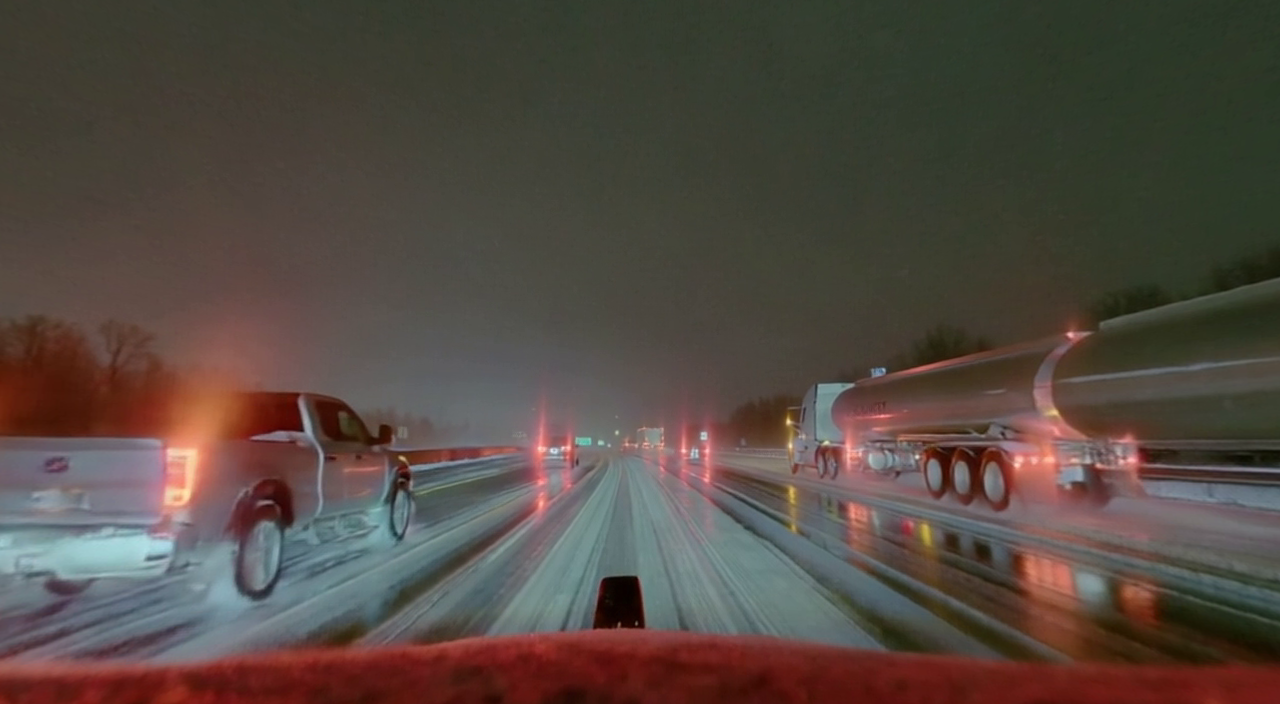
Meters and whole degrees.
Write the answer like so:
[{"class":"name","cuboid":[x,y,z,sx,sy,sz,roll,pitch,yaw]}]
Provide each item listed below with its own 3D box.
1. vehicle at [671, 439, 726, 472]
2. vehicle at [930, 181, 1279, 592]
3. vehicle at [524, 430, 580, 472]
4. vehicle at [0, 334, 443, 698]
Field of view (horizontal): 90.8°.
[{"class":"vehicle","cuboid":[2.791,5.094,31.211,2.053,1.510,4.400,0,-8,-4]},{"class":"vehicle","cuboid":[7.427,0.531,7.063,3.554,3.573,10.307,0,-8,1]},{"class":"vehicle","cuboid":[-4.162,4.773,30.517,2.149,1.843,4.348,0,-8,-1]},{"class":"vehicle","cuboid":[-4.207,1.242,6.150,2.684,1.839,5.803,0,-8,0]}]
